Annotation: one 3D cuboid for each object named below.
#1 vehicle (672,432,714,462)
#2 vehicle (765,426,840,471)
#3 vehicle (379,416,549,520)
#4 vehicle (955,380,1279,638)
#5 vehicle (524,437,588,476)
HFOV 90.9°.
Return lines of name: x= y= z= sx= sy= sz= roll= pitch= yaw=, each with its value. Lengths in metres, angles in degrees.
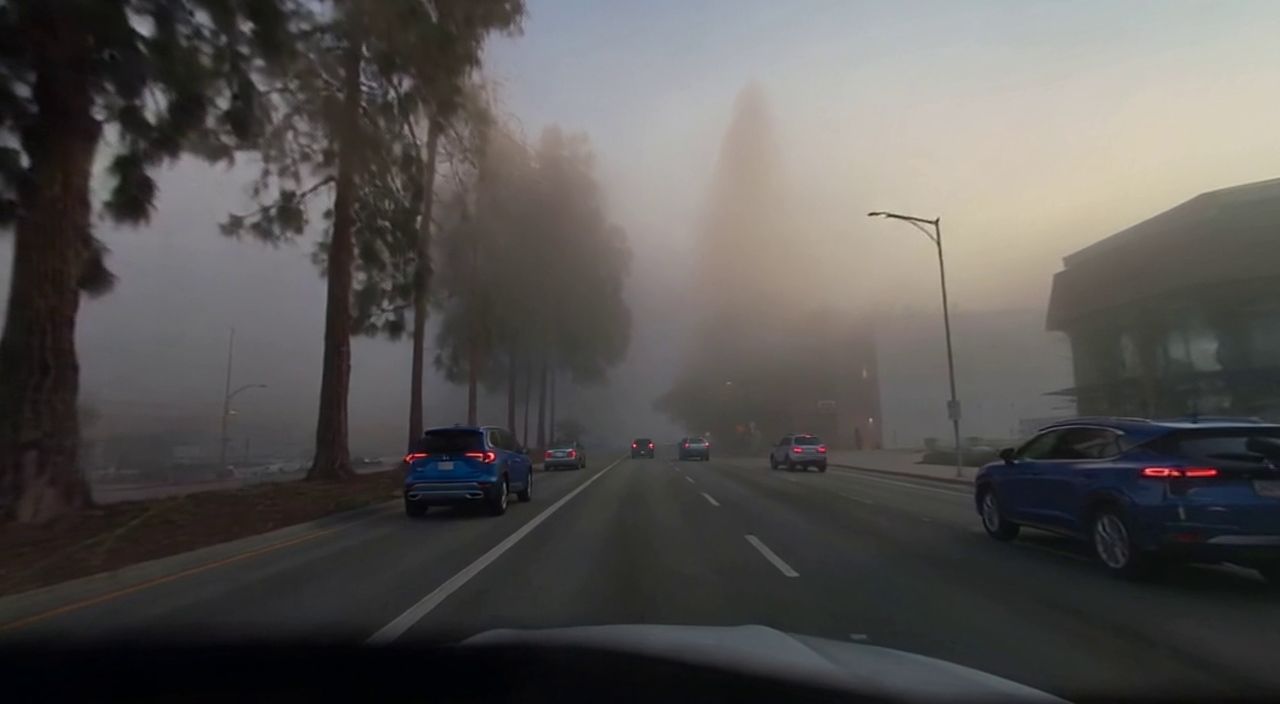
vehicle: x=3.353 y=6.130 z=40.759 sx=2.178 sy=1.804 sz=4.766 roll=0 pitch=-8 yaw=-1
vehicle: x=7.097 y=4.284 z=28.017 sx=2.076 sy=1.793 sz=4.464 roll=0 pitch=-8 yaw=-1
vehicle: x=-3.264 y=2.264 z=12.763 sx=2.141 sy=1.719 sz=4.379 roll=0 pitch=-8 yaw=0
vehicle: x=5.242 y=1.329 z=6.326 sx=2.088 sy=1.666 sz=4.512 roll=-1 pitch=-8 yaw=5
vehicle: x=-3.397 y=4.309 z=26.315 sx=2.036 sy=1.465 sz=4.301 roll=0 pitch=-8 yaw=1
